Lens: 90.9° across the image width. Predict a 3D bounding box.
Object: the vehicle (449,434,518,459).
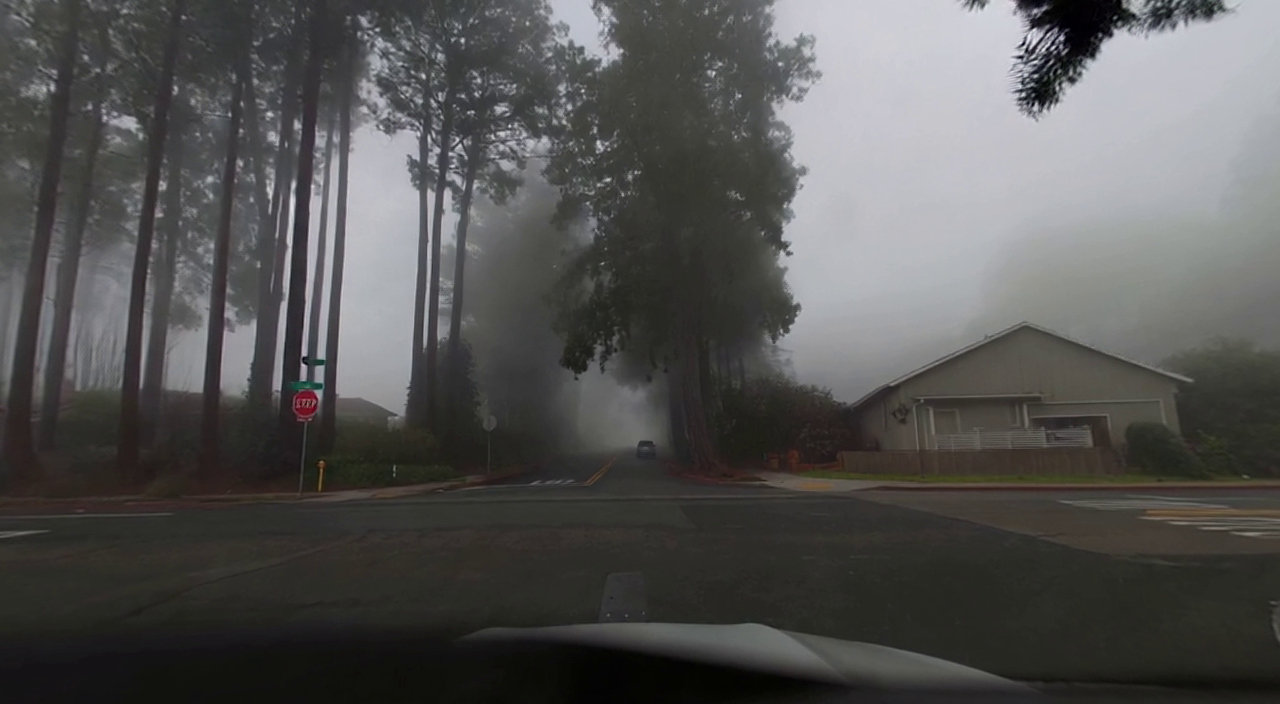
[{"bbox_3d":[-11.685,7.086,47.268,4.622,1.782,1.836,0,-8,1],"label":"vehicle"}]
